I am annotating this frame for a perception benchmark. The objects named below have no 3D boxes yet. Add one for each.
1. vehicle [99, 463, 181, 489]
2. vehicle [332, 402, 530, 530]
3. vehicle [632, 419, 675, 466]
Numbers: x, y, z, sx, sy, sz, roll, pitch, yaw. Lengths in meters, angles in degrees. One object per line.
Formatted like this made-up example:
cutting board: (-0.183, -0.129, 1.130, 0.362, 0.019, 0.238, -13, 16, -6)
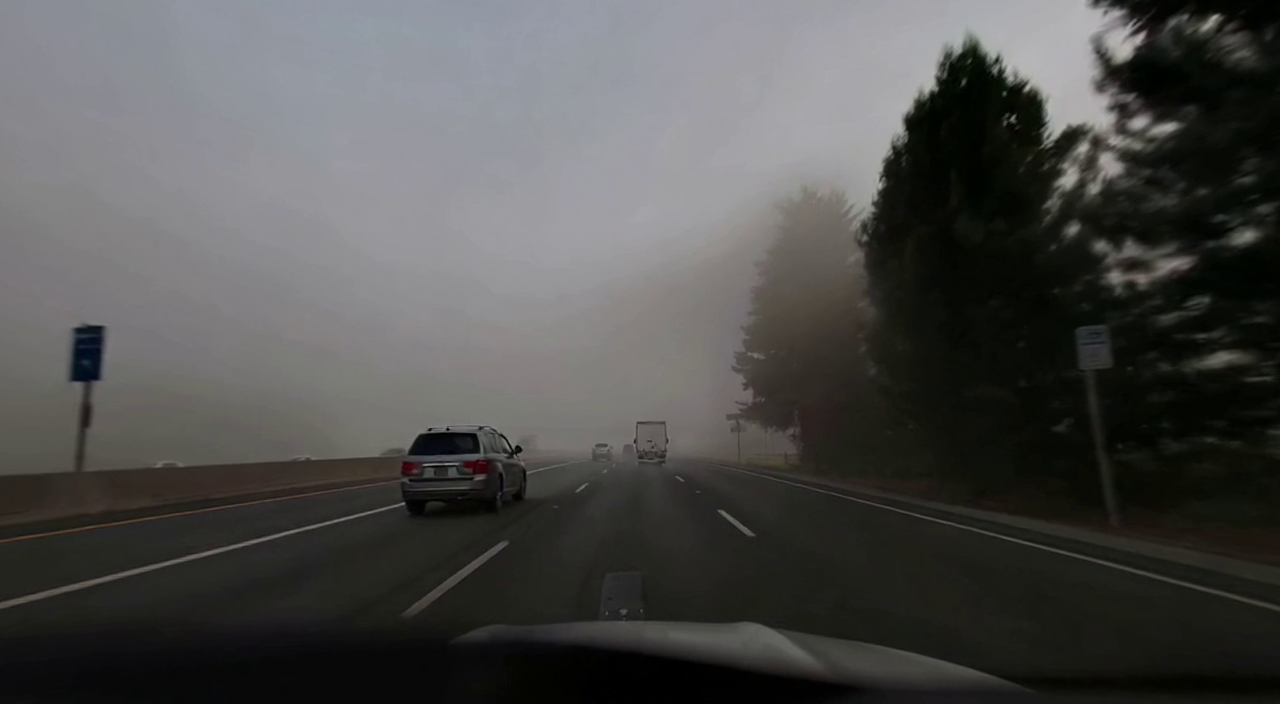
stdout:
vehicle: (-35.585, 8.816, 45.015, 1.845, 1.578, 4.857, 0, -9, 0)
vehicle: (-3.966, 2.322, 13.317, 2.233, 2.093, 5.565, 0, -9, 0)
vehicle: (0.837, 6.480, 44.902, 2.790, 3.075, 7.414, 0, -9, -1)
